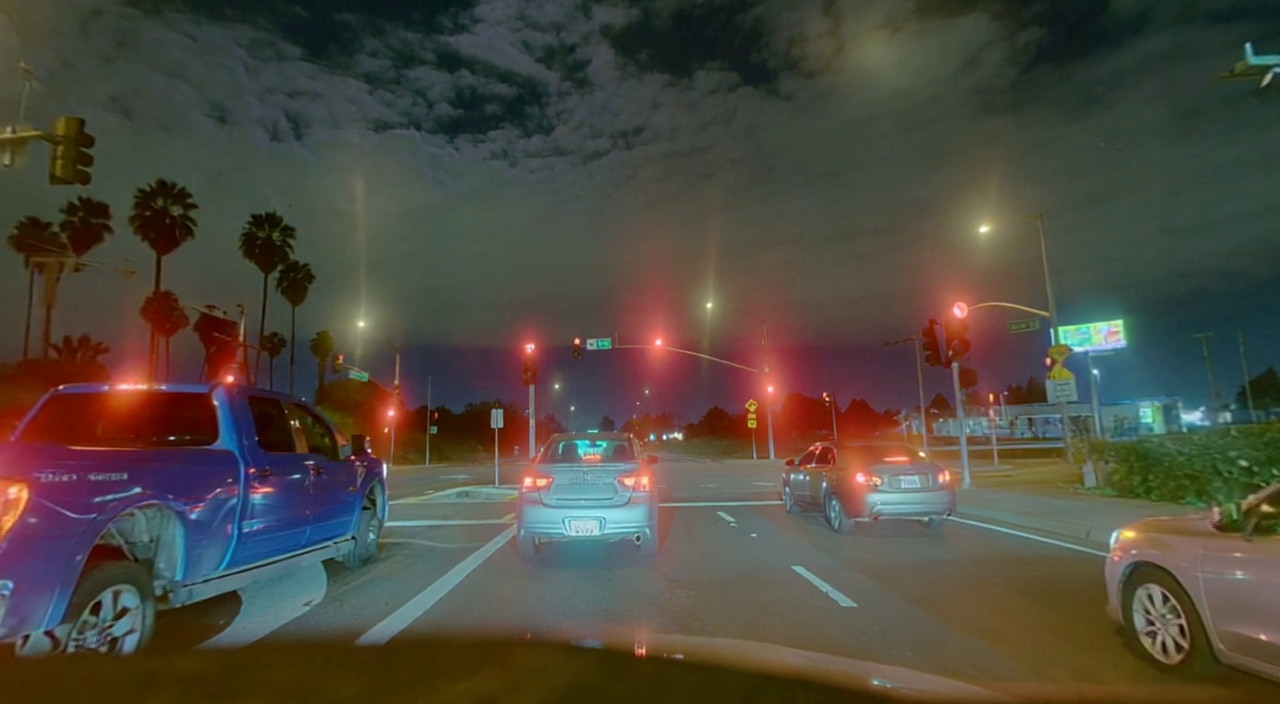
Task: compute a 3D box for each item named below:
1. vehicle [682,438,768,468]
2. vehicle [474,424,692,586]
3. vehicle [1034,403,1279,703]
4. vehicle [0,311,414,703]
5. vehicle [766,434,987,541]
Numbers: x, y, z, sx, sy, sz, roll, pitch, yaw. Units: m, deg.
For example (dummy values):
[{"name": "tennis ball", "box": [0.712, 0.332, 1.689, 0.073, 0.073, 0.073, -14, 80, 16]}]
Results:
[{"name": "vehicle", "box": [4.193, 5.093, 31.973, 1.878, 1.428, 4.416, 5, -10, -32]}, {"name": "vehicle", "box": [-0.630, 1.743, 8.044, 2.035, 1.491, 4.090, 0, -9, -3]}, {"name": "vehicle", "box": [3.879, 0.887, 2.195, 2.052, 1.496, 4.541, 0, -9, 0]}, {"name": "vehicle", "box": [-3.786, 1.098, 4.928, 2.078, 1.838, 5.448, 0, -9, -1]}, {"name": "vehicle", "box": [3.703, 2.199, 10.968, 1.965, 1.448, 4.486, 0, -9, -2]}]
